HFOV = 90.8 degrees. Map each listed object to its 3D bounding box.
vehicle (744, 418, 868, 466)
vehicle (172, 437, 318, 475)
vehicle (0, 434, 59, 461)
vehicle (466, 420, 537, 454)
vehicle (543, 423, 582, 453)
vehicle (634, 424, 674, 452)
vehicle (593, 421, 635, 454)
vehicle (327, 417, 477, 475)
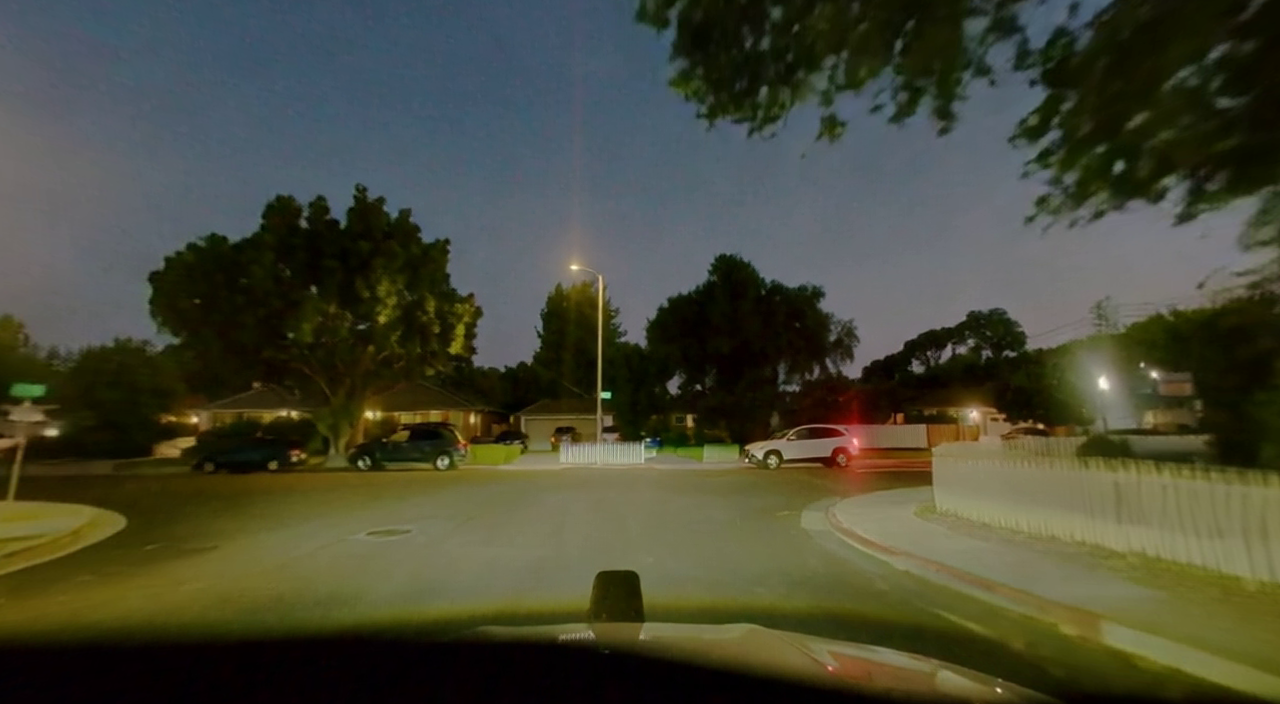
[{"bbox_3d":[7.296,4.036,28.189,4.919,1.969,2.104,2,-9,-3],"label":"vehicle"},{"bbox_3d":[-16.002,4.243,25.835,4.650,1.480,1.782,1,-9,-6],"label":"vehicle"},{"bbox_3d":[-37.651,5.670,37.602,1.865,1.499,4.619,1,-8,-3],"label":"vehicle"},{"bbox_3d":[-9.027,5.509,40.799,2.307,2.043,5.475,7,-11,-36],"label":"vehicle"},{"bbox_3d":[-5.306,5.811,42.585,2.391,1.894,5.075,2,-9,-9],"label":"vehicle"},{"bbox_3d":[0.883,5.741,42.034,2.005,1.699,4.234,1,-9,-8],"label":"vehicle"},{"bbox_3d":[-1.747,5.493,40.575,2.278,1.969,5.533,1,-8,-7],"label":"vehicle"},{"bbox_3d":[-9.867,3.924,26.645,5.419,2.292,2.272,1,-7,-6],"label":"vehicle"}]
